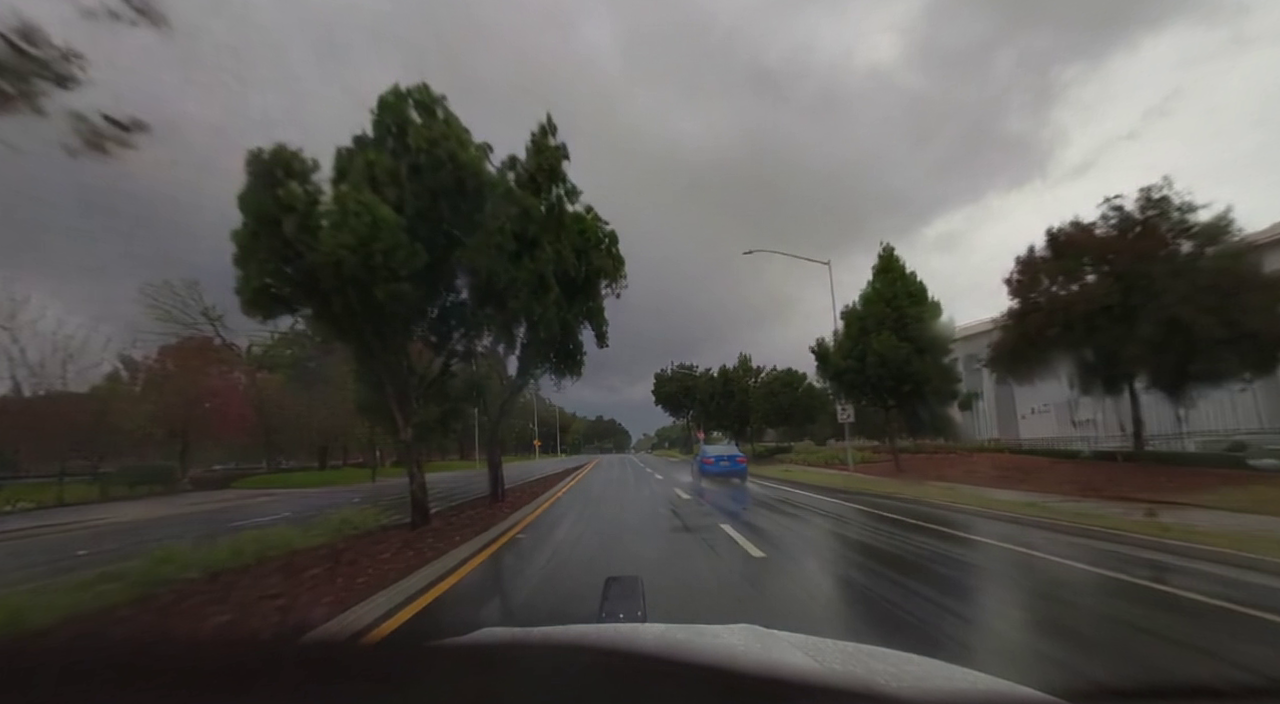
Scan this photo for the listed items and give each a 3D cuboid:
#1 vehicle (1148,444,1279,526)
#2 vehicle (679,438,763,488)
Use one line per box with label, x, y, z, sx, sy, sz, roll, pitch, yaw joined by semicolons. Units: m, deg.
vehicle;21.089;4.680;21.816;5.101;1.694;2.158;9;-24;1
vehicle;2.608;3.715;21.490;2.114;1.493;4.430;0;-9;-2
